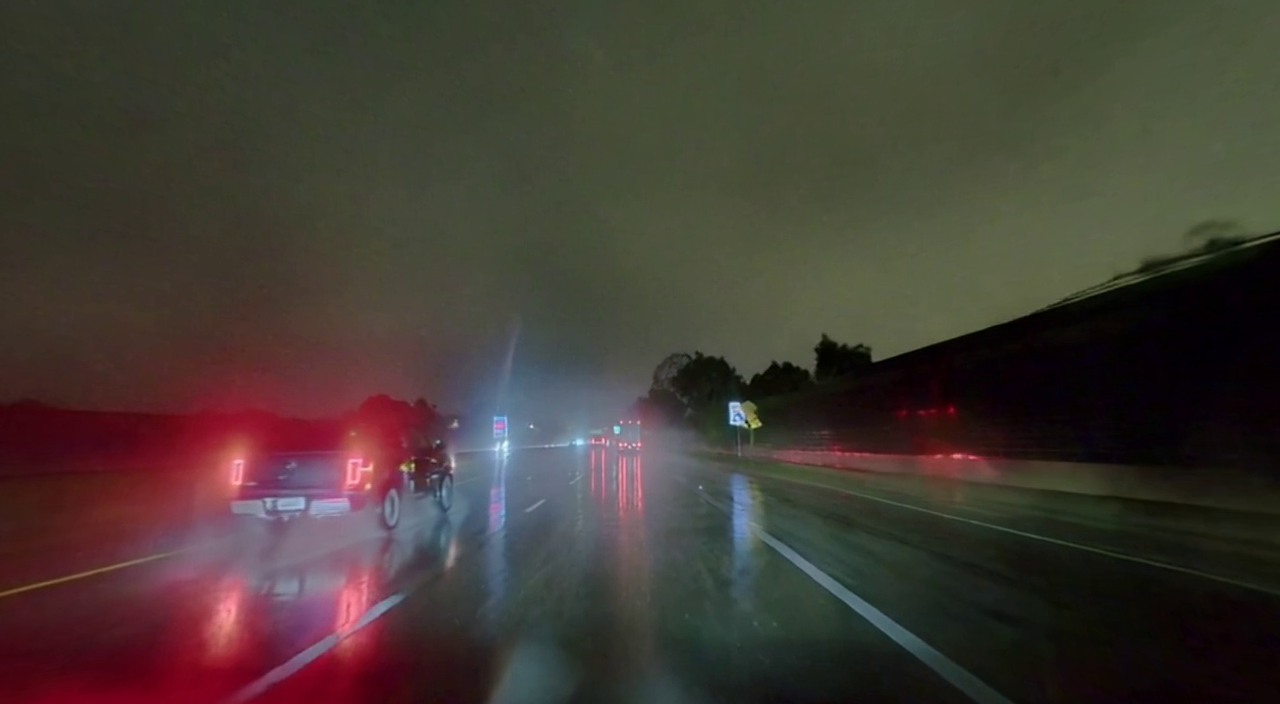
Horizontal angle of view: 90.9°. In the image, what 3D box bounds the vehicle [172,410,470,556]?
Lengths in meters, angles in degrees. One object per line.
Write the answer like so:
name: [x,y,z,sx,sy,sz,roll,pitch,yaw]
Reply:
vehicle: [-4.274,1.811,9.587,2.123,1.655,4.688,0,-8,-1]
